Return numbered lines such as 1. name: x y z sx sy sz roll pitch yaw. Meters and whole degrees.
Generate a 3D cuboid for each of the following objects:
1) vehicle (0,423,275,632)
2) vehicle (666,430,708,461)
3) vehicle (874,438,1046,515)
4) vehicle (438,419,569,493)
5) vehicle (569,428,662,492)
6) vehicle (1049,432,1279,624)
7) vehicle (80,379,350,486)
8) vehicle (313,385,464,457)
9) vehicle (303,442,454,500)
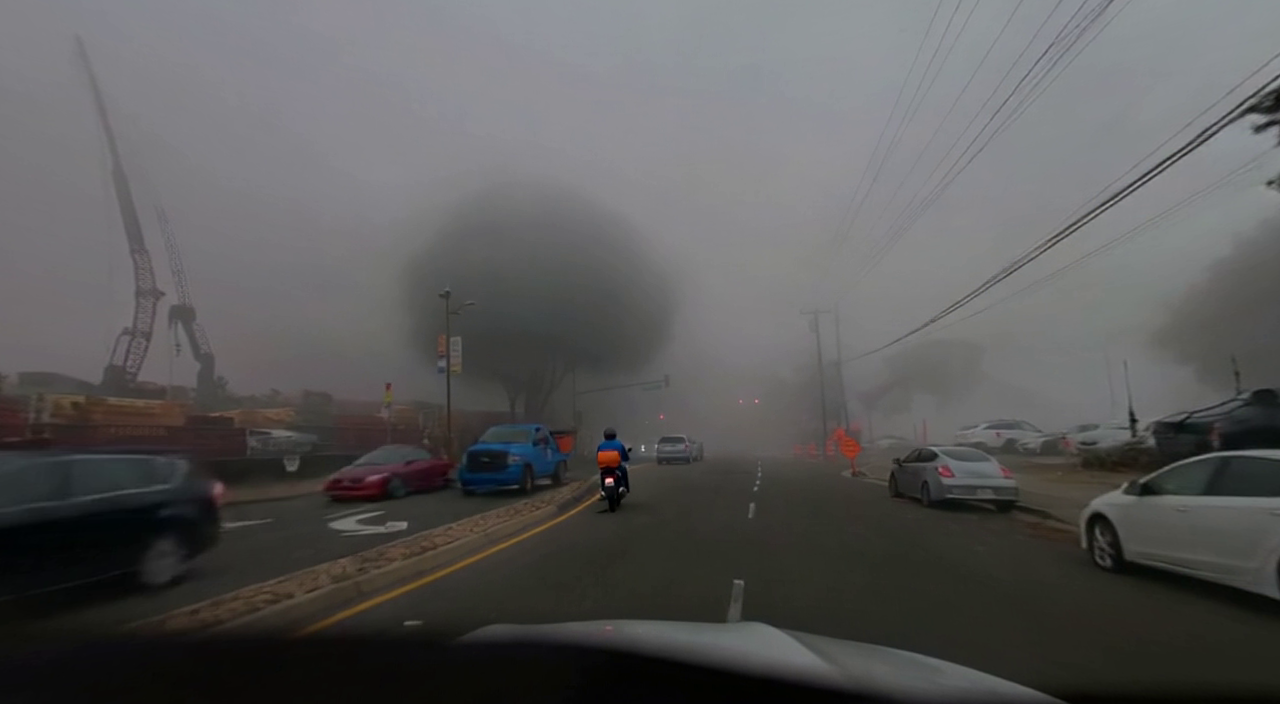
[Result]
1. vehicle: -5.690 1.394 5.374 2.105 1.509 4.753 -1 -8 4
2. vehicle: 3.254 6.307 42.847 2.295 1.929 5.498 -2 -8 9
3. vehicle: 6.977 2.714 14.428 1.973 1.457 4.522 -1 -8 6
4. vehicle: -3.920 3.142 19.572 2.222 1.911 5.988 -1 -8 5
5. vehicle: -0.569 3.054 18.261 1.925 1.602 4.090 -1 -8 8
6. vehicle: 5.970 1.535 5.717 1.891 1.442 4.560 -2 -12 7
7. vehicle: -14.792 3.043 23.427 2.990 3.144 9.080 -1 -8 6
8. vehicle: -13.240 3.970 34.636 2.996 3.170 10.153 -5 -9 8
9. vehicle: -7.207 3.303 18.109 1.932 1.429 4.766 -1 -8 5
